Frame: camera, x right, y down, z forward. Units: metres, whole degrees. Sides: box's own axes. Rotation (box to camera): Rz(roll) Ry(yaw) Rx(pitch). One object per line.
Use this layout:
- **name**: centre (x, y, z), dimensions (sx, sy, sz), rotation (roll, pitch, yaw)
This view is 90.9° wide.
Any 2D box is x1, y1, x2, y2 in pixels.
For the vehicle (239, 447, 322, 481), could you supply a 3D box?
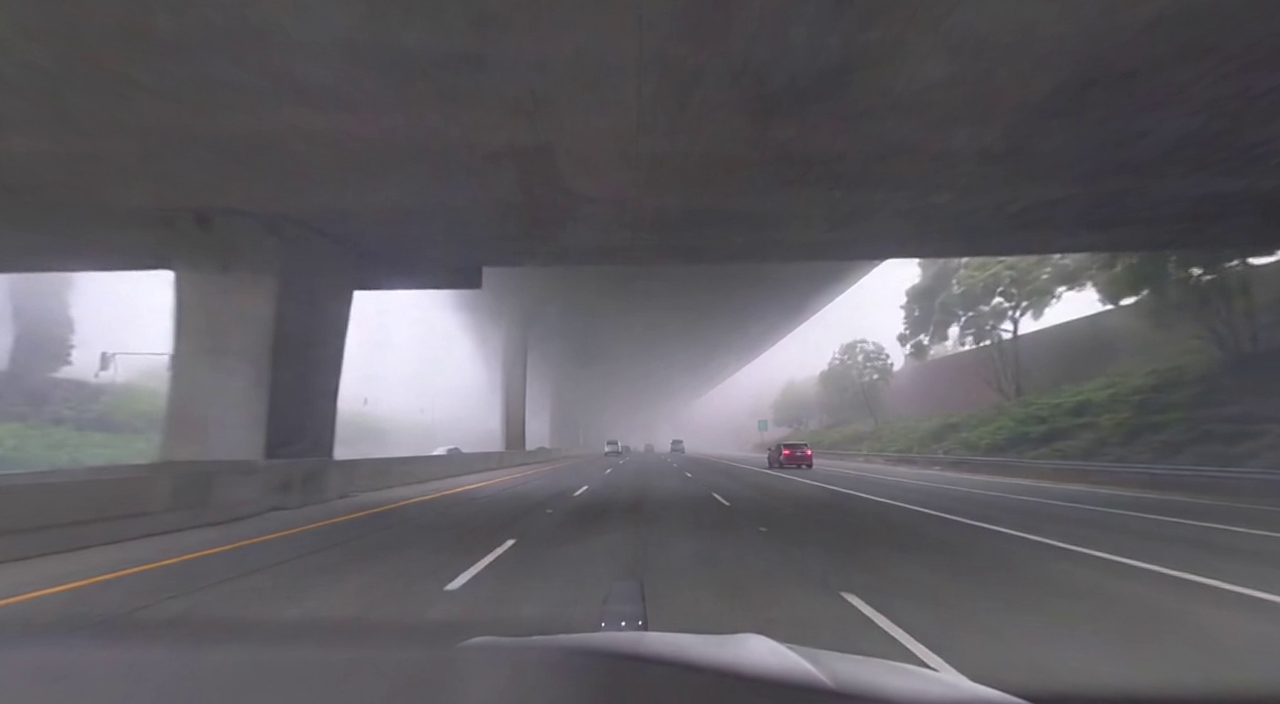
- **vehicle**: centre (-17.991, 5.568, 31.770), dimensions (1.812, 1.571, 3.983), rotation (0, -8, 0)

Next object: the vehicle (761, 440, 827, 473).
- **vehicle**: centre (7.258, 4.966, 30.204), dimensions (1.914, 1.465, 4.574), rotation (0, -8, -1)
